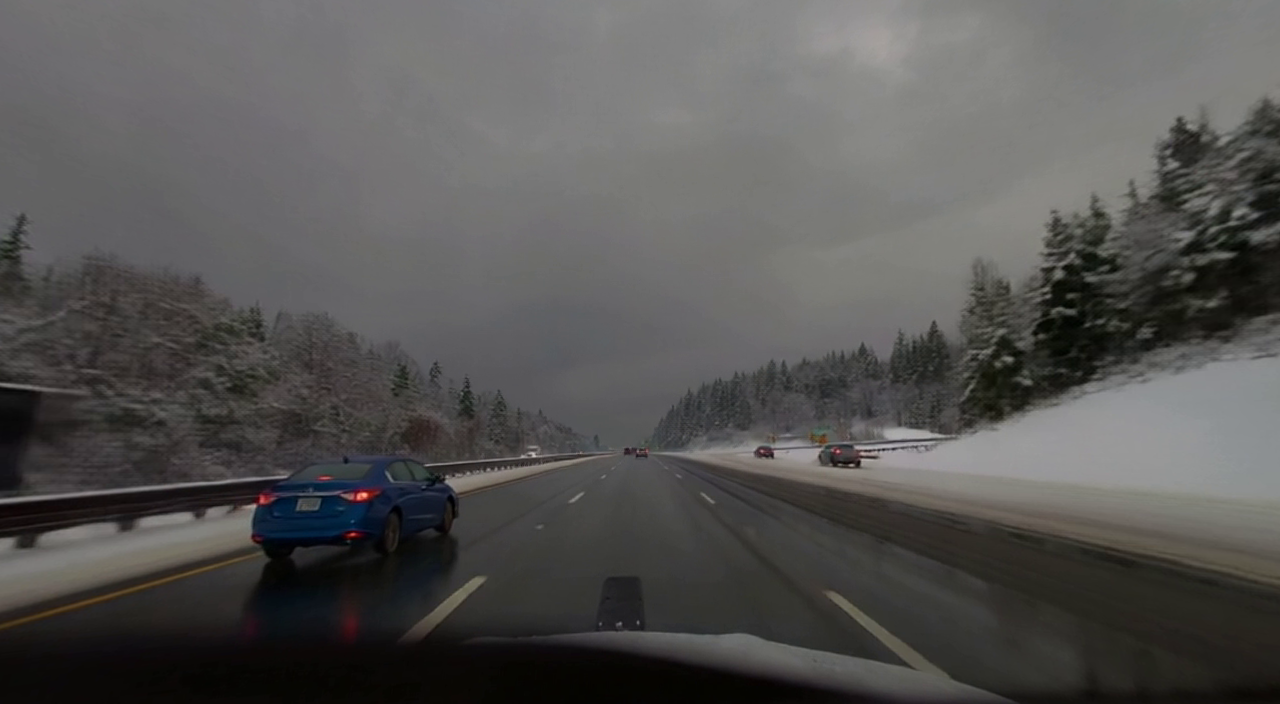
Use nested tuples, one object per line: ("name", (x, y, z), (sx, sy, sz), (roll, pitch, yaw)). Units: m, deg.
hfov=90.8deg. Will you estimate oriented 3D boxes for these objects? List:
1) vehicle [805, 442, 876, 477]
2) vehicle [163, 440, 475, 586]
("vehicle", (9.247, 5.008, 29.546), (1.884, 1.485, 4.600), (-1, -9, 1))
("vehicle", (-3.836, 1.976, 8.688), (1.873, 1.438, 4.546), (-1, -9, 1))
